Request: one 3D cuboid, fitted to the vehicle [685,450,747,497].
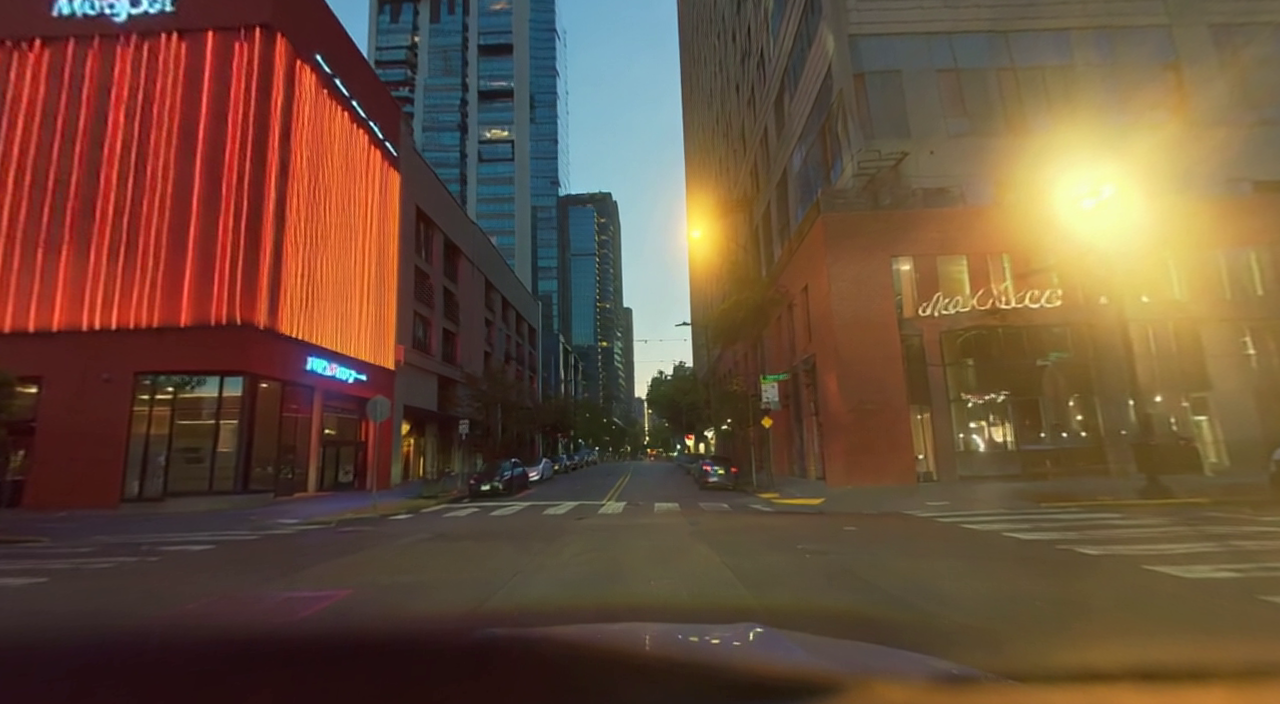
[{"bbox_3d":[2.961,4.844,25.584,1.917,1.680,4.500,0,-9,0],"label":"vehicle"}]

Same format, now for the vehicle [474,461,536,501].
[{"bbox_3d":[-5.609,5.405,26.790,1.864,1.447,3.887,0,-9,-2],"label":"vehicle"}]

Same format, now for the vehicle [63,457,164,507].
[{"bbox_3d":[-27.364,6.704,33.025,1.665,1.432,4.120,10,0,-1],"label":"vehicle"}]
